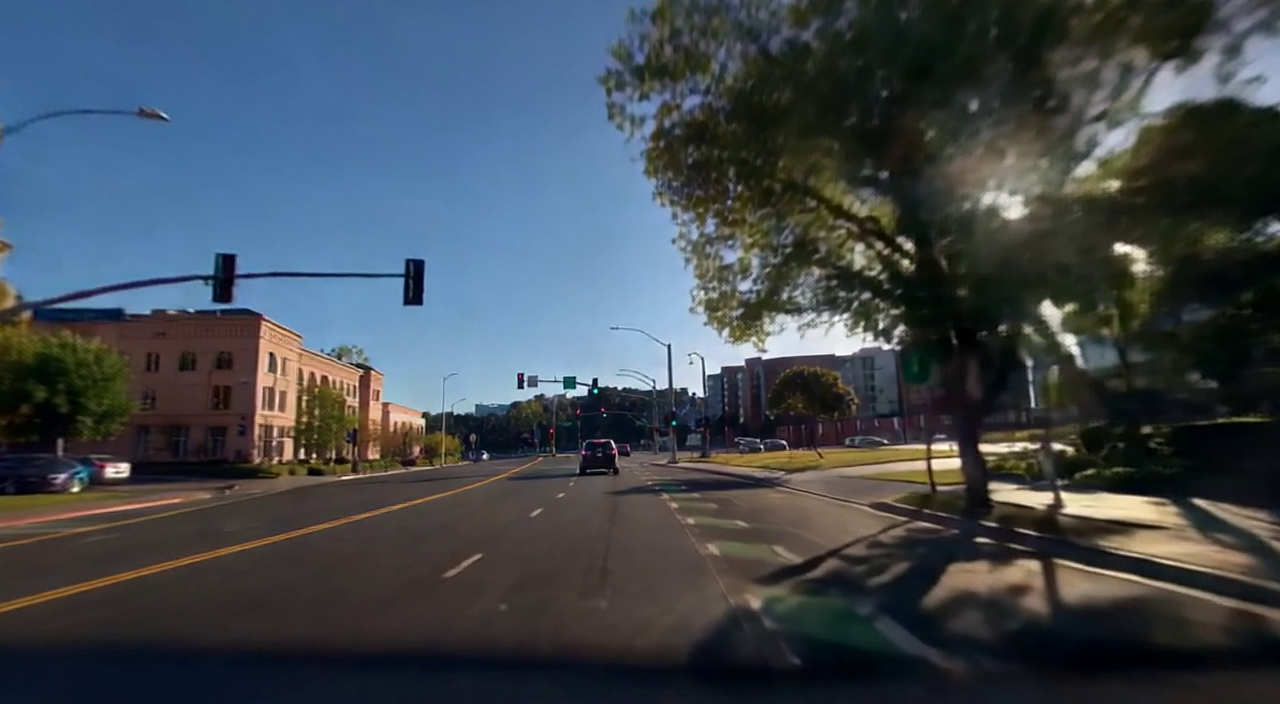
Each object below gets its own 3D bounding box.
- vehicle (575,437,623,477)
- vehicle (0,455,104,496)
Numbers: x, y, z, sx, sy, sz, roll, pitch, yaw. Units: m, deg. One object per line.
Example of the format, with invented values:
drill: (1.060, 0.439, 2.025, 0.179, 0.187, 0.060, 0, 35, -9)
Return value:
vehicle: (-2.035, 5.151, 31.371, 2.230, 1.827, 4.298, 0, -8, -4)
vehicle: (-25.896, 5.198, 26.876, 1.876, 1.503, 4.910, 0, -8, 0)
